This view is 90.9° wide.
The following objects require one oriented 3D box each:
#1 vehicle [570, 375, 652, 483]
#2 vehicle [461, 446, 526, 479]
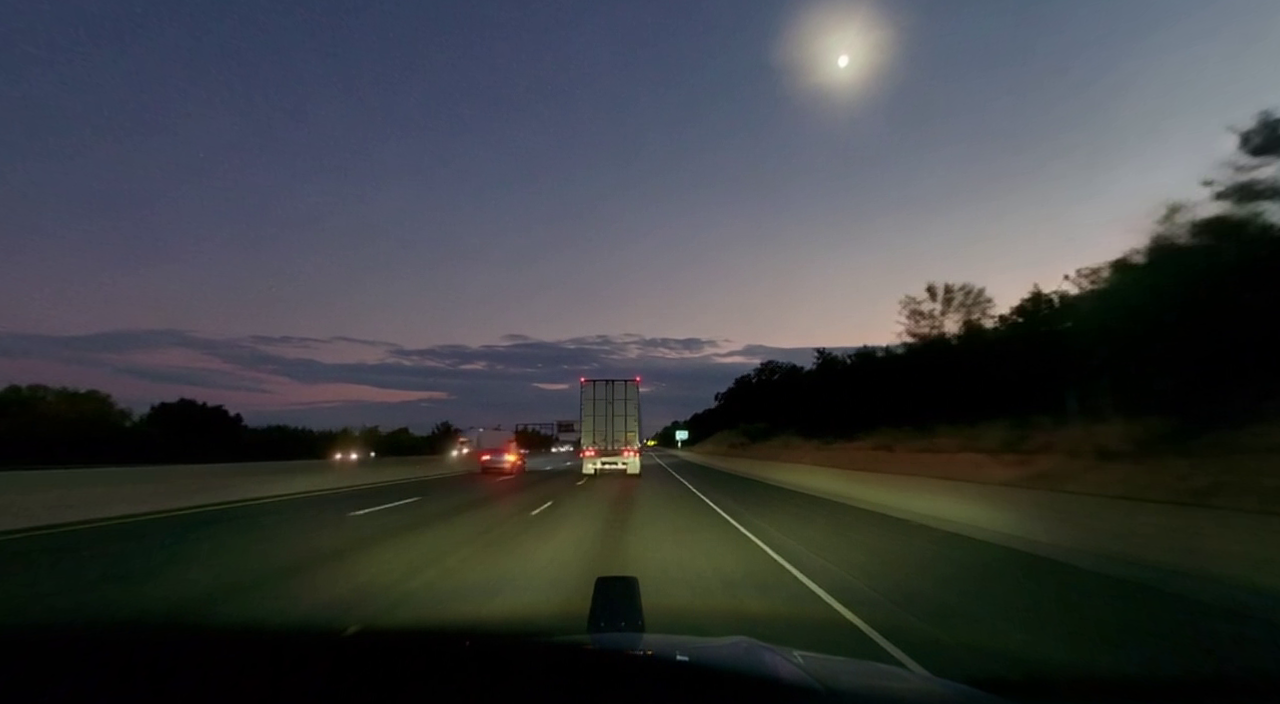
[{"bbox_3d":[-0.970,4.016,31.375,2.851,4.098,14.436,0,-9,2],"label":"vehicle"},{"bbox_3d":[-6.799,5.166,29.718,1.967,1.420,4.473,0,-9,1],"label":"vehicle"}]
